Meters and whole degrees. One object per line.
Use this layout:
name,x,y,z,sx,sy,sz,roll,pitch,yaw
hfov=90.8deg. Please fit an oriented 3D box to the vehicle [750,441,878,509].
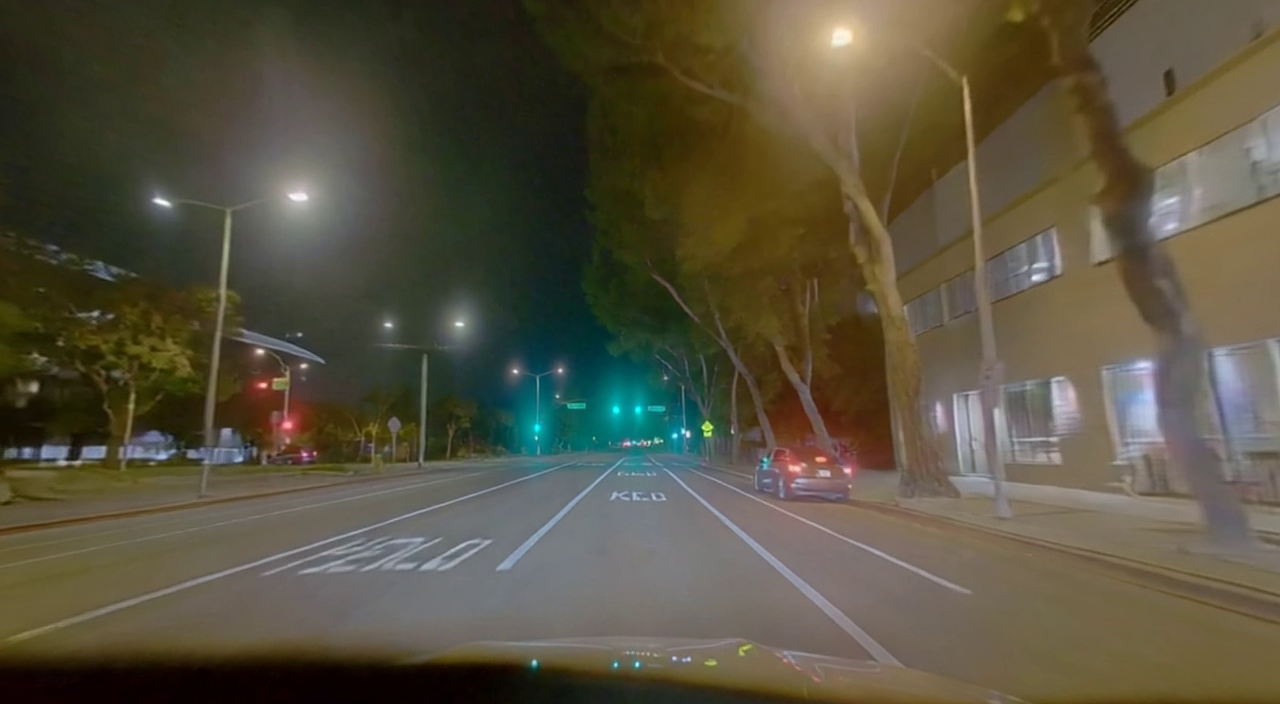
vehicle,4.242,3.043,16.232,1.856,1.462,4.501,1,-8,-2
